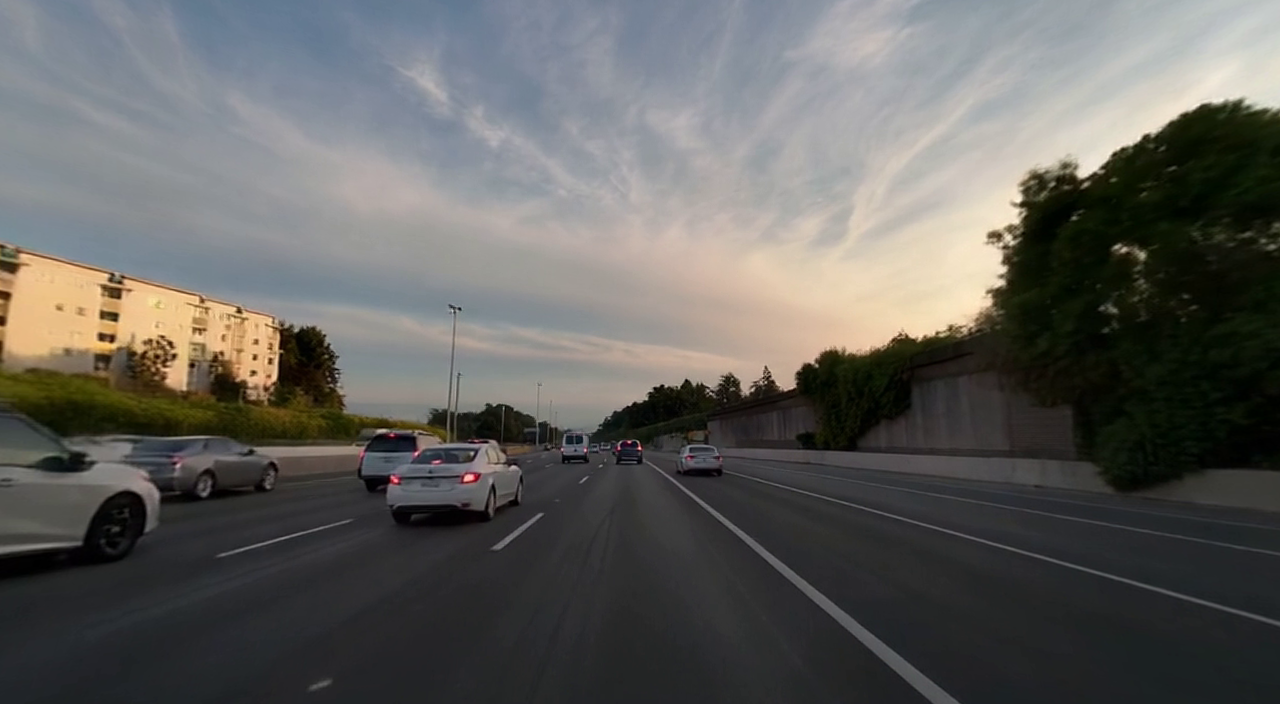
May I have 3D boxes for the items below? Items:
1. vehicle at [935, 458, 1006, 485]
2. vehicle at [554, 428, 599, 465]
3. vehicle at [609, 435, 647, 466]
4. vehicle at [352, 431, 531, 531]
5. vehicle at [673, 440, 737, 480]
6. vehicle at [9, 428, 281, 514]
[{"bbox_3d":[20.520,7.412,39.359,1.896,1.474,4.502,0,-9,-2],"label":"vehicle"},{"bbox_3d":[-4.166,6.328,42.142,2.504,2.276,5.933,0,-9,-1],"label":"vehicle"},{"bbox_3d":[-0.752,6.188,39.485,2.207,1.807,4.199,0,-9,-1],"label":"vehicle"},{"bbox_3d":[-3.411,2.292,11.777,1.963,1.507,4.172,0,-9,0],"label":"vehicle"},{"bbox_3d":[2.641,4.526,26.666,2.127,1.513,4.501,0,-9,-2],"label":"vehicle"},{"bbox_3d":[-10.484,2.552,14.038,2.014,1.549,4.957,0,-9,0],"label":"vehicle"}]
